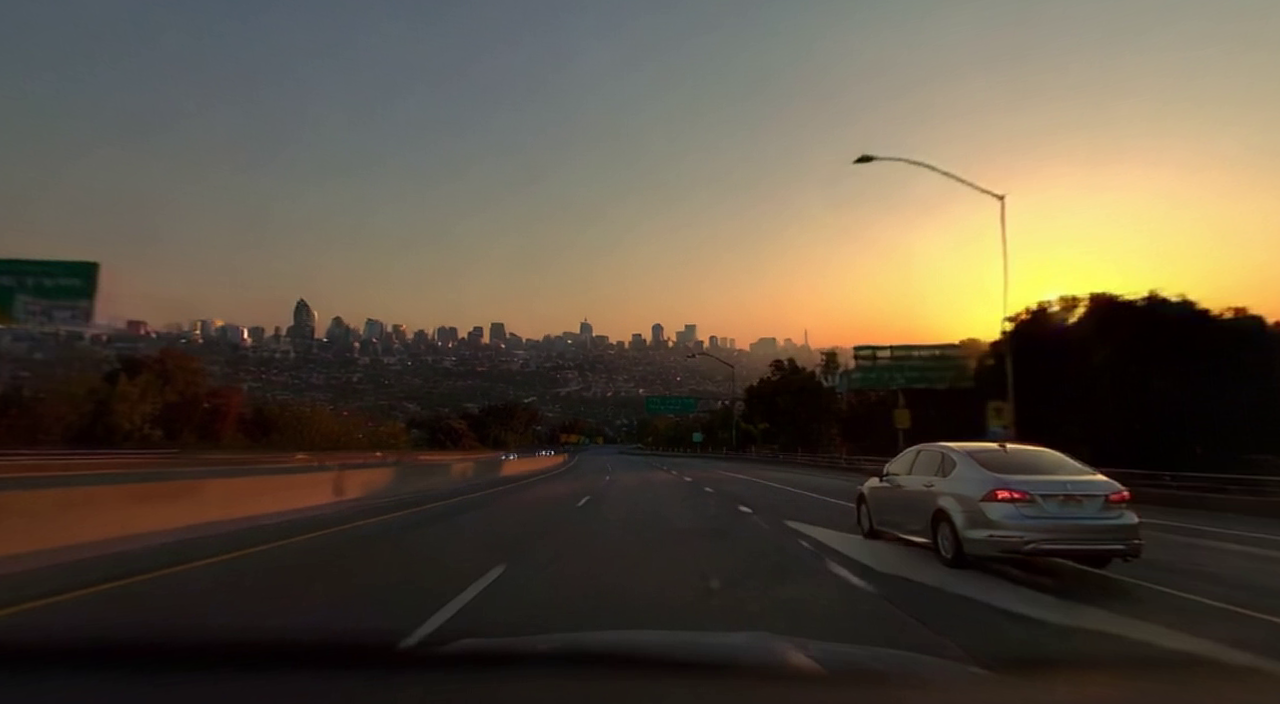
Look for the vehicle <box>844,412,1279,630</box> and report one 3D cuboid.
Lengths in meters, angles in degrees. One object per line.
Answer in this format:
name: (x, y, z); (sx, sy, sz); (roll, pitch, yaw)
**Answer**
vehicle: (4.128, 1.588, 7.035); (2.104, 1.575, 4.698); (0, -9, 0)
